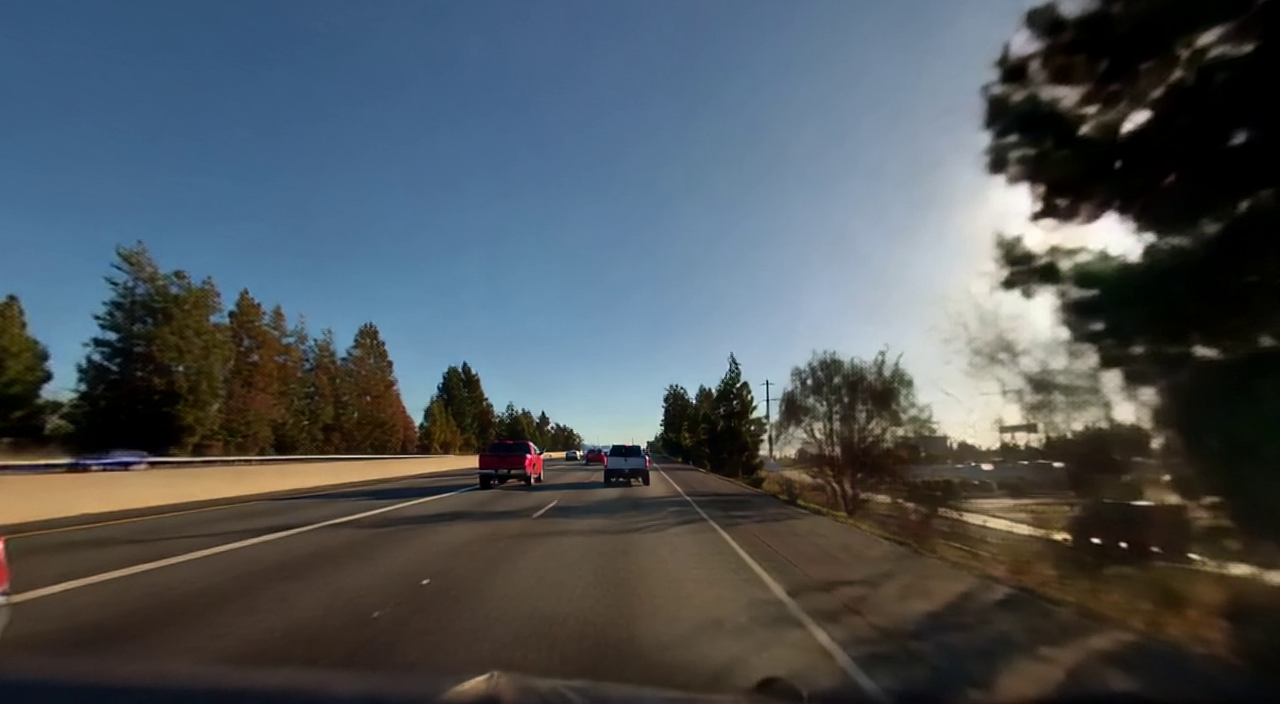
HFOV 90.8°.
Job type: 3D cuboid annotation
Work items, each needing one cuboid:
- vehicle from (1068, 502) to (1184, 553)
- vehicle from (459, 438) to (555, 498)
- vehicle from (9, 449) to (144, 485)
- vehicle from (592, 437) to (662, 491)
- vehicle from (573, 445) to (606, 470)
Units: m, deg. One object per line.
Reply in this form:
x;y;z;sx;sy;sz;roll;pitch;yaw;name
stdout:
21.689;7.823;28.487;1.956;1.594;4.425;-1;-8;5;vehicle
-4.211;3.752;20.984;2.038;1.704;5.181;0;-8;0;vehicle
-24.872;5.061;28.161;1.883;1.458;4.499;0;-8;0;vehicle
-0.368;4.011;23.027;2.293;1.753;4.380;0;-8;1;vehicle
-3.837;8.038;48.313;1.991;1.776;4.333;0;-8;2;vehicle
